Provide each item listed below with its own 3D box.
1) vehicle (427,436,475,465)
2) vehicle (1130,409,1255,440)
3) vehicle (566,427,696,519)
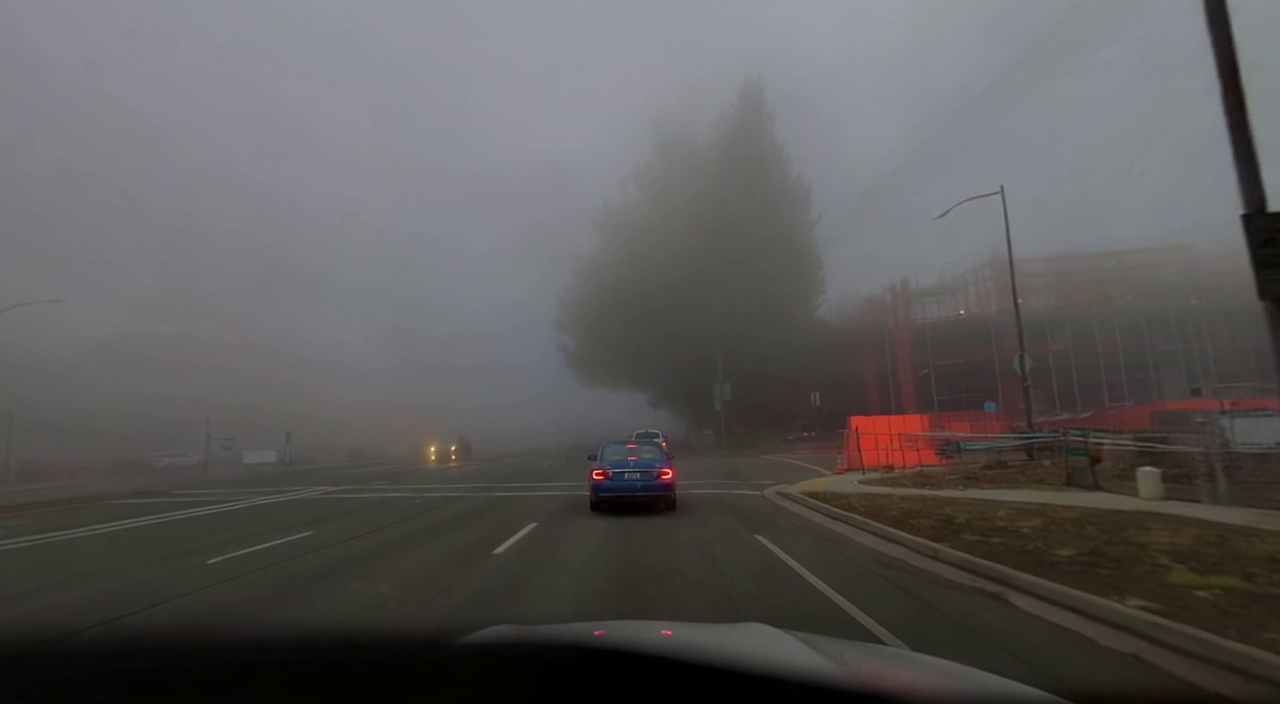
[{"bbox_3d":[-10.418,5.360,34.532,2.072,1.465,4.394,3,-9,-22],"label":"vehicle"},{"bbox_3d":[27.758,3.673,31.777,4.455,1.494,1.926,0,-9,0],"label":"vehicle"},{"bbox_3d":[-0.138,2.268,12.352,2.112,1.482,4.076,0,-8,0],"label":"vehicle"}]
